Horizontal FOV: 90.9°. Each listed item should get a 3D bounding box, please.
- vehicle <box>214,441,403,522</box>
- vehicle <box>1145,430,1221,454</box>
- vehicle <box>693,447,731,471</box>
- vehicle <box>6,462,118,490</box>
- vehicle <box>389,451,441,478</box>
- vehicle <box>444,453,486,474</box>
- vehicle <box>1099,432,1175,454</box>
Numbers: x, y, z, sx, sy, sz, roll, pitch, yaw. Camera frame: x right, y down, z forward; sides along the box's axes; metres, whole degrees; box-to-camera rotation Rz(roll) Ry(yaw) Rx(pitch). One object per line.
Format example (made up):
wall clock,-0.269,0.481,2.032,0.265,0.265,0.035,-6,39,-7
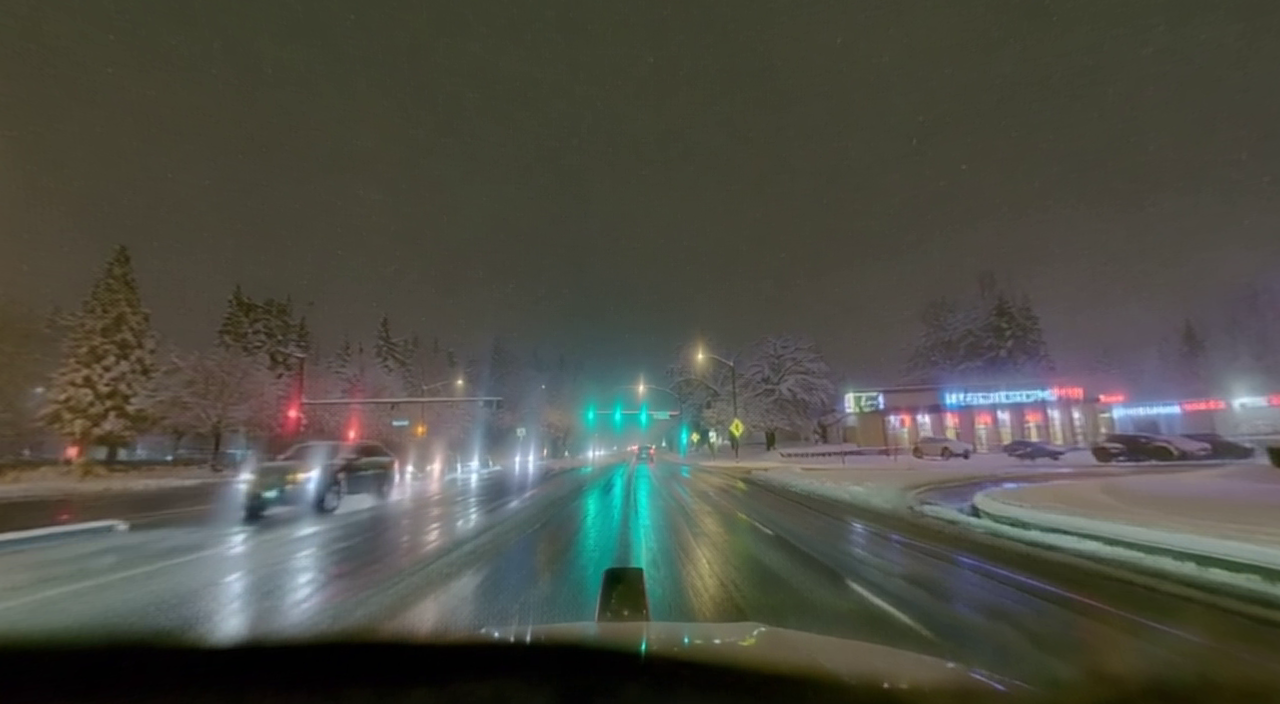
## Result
vehicle,-7.857,3.073,15.682,2.231,1.650,5.052,0,-9,-4
vehicle,36.180,6.034,42.108,1.815,1.461,3.911,-1,-9,5
vehicle,4.614,6.928,41.133,1.913,1.463,4.198,0,-9,-1
vehicle,-34.058,7.289,37.223,4.520,1.524,2.075,0,-9,1
vehicle,-16.744,8.340,47.189,2.072,1.862,4.948,0,-9,0
vehicle,-13.257,8.494,48.103,1.847,1.424,4.521,0,-9,1
vehicle,33.784,6.230,42.992,1.753,1.399,4.538,-1,-9,5
